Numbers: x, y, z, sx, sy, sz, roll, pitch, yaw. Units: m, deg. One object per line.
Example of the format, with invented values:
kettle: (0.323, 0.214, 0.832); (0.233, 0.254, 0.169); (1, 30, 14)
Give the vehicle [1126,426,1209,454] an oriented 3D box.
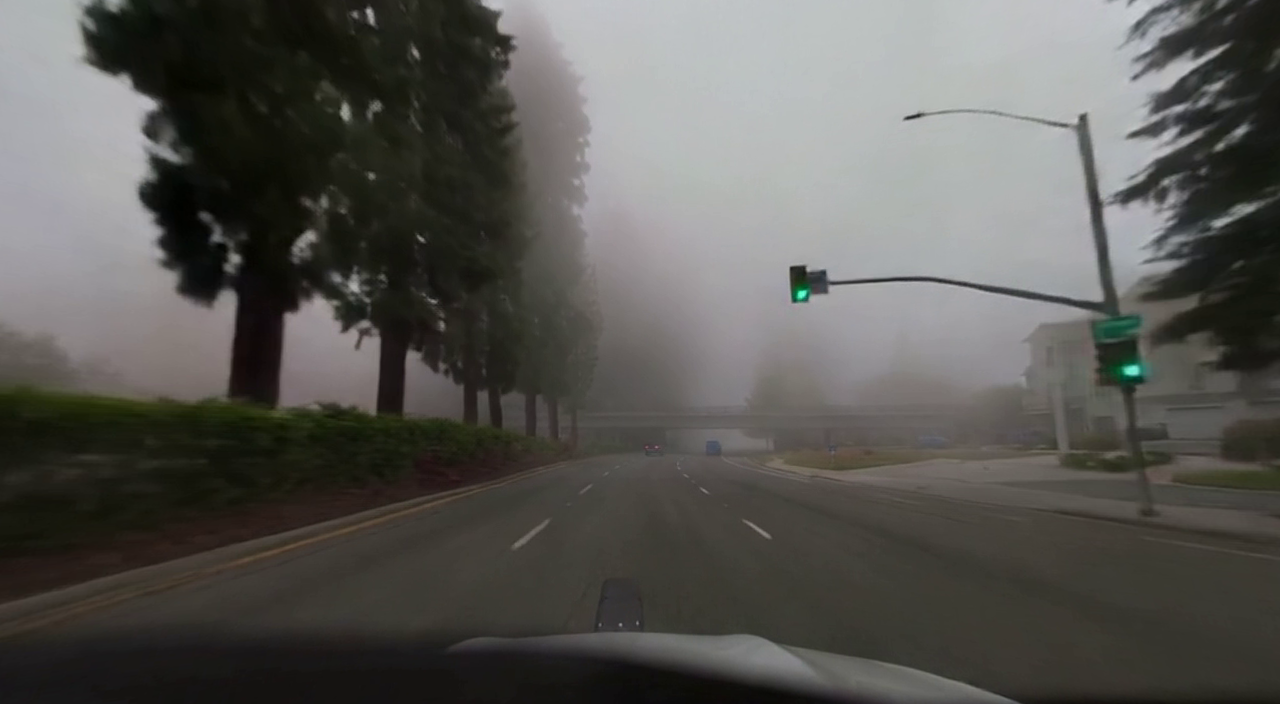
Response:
vehicle: (30.749, 5.140, 36.874); (3.366, 1.397, 1.537); (-2, -11, -2)
